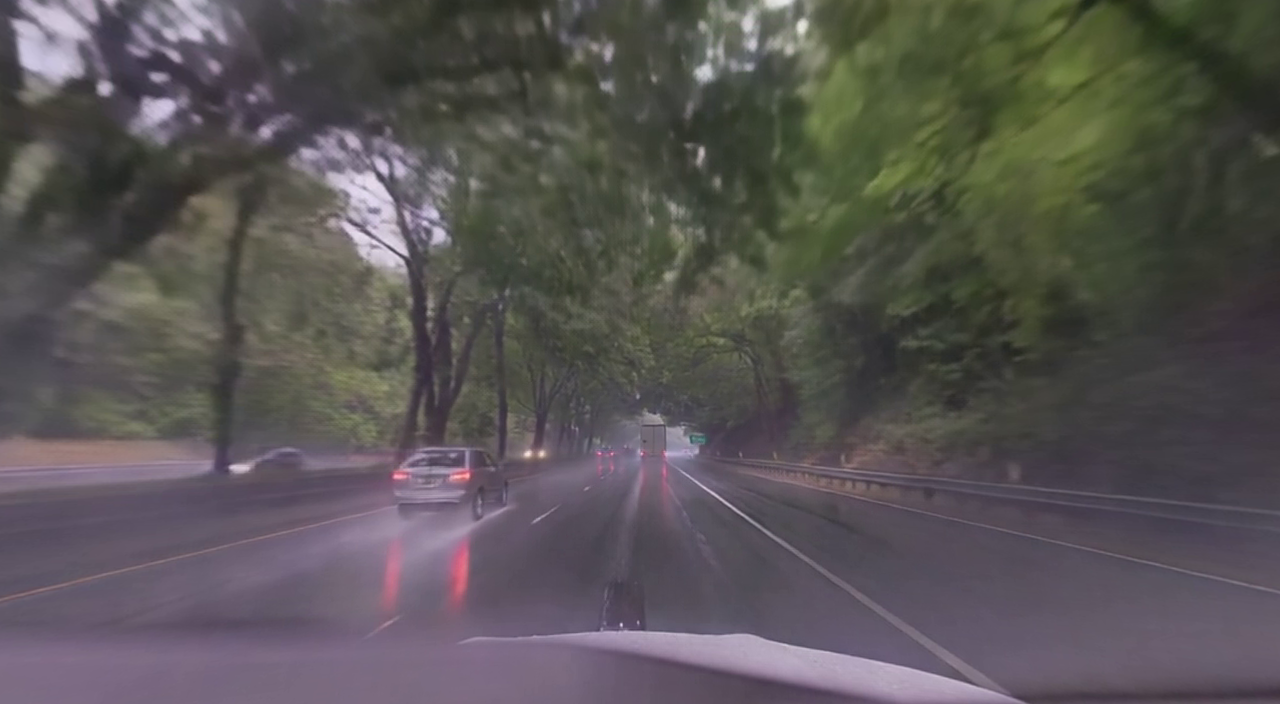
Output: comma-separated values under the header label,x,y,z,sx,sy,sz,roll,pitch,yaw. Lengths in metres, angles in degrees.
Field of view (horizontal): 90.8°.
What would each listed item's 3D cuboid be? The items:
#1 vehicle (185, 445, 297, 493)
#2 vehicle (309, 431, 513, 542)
label,x,y,z,sx,sy,sz,roll,pitch,yaw
vehicle,-16.285,4.780,26.033,1.871,1.782,4.055,0,-9,1
vehicle,-3.811,2.317,11.478,2.057,1.618,4.212,0,-9,1
